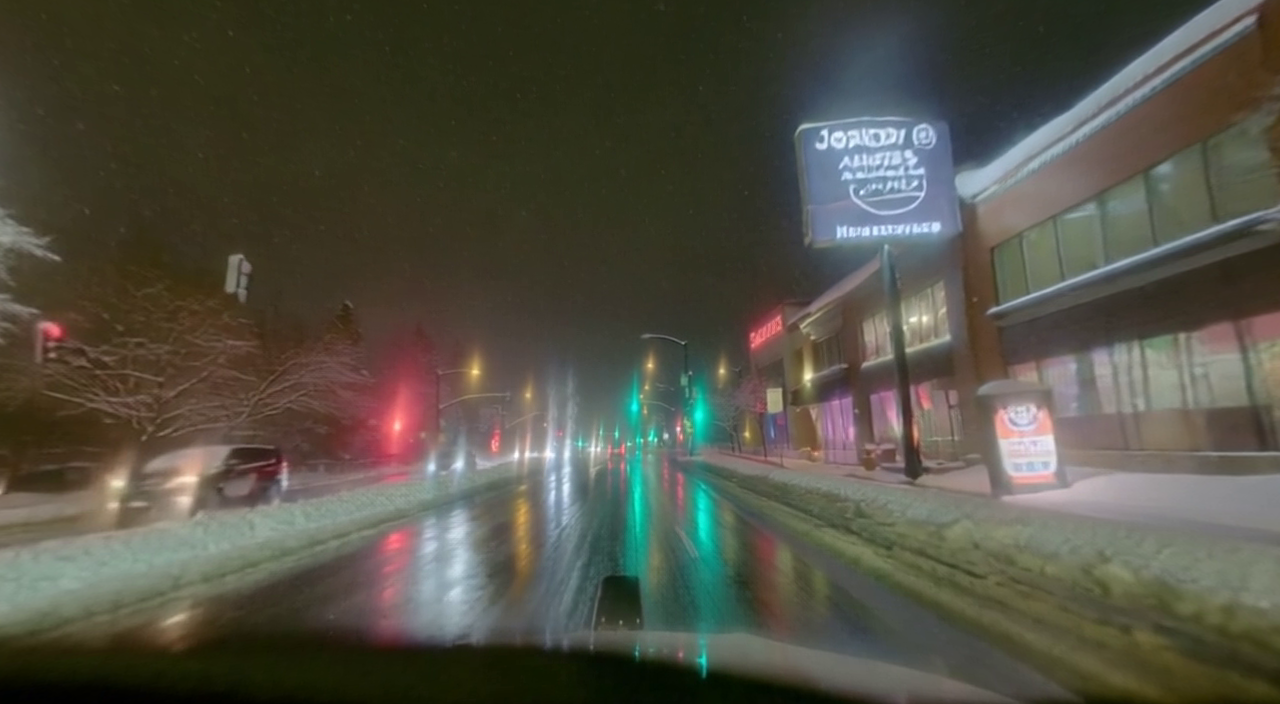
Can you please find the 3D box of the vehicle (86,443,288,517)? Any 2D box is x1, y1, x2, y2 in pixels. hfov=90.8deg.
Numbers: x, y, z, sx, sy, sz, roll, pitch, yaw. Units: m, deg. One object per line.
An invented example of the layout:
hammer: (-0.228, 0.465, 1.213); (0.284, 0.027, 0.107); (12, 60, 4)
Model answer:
vehicle: (-12.990, 3.655, 18.667); (2.347, 1.857, 4.860); (0, -9, 0)

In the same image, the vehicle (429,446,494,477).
vehicle: (-9.696, 5.969, 34.770); (1.994, 1.550, 5.009); (0, -9, 1)

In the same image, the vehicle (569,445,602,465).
vehicle: (-3.878, 7.457, 45.865); (1.962, 1.420, 4.021); (0, -9, 1)
